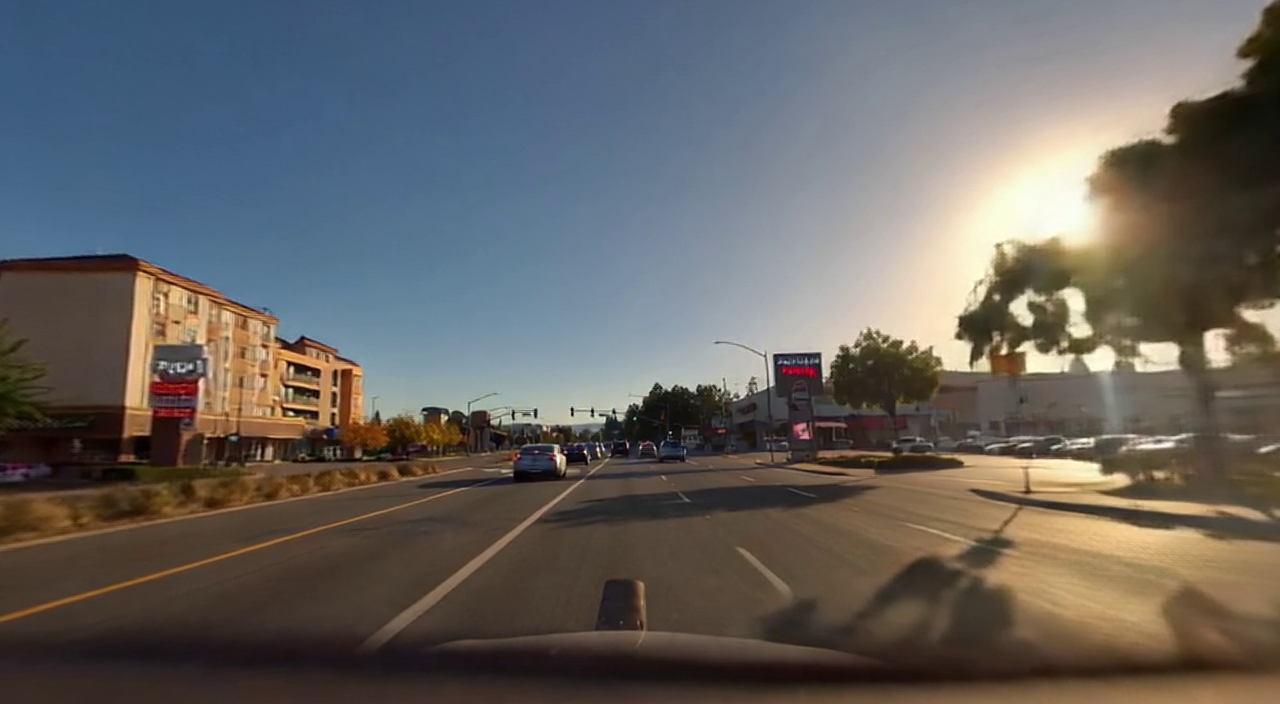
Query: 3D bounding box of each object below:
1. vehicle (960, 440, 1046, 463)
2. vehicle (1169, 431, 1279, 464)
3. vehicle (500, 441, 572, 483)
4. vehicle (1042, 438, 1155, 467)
[{"bbox_3d":[24.903,6.820,43.538,4.799,1.497,1.952,-4,-9,22],"label":"vehicle"},{"bbox_3d":[30.019,4.827,31.816,4.656,1.564,1.950,-4,-9,22],"label":"vehicle"},{"bbox_3d":[-3.992,4.322,25.079,2.097,1.497,4.571,0,-8,0],"label":"vehicle"},{"bbox_3d":[24.741,5.425,34.336,4.554,1.470,2.020,-4,-9,24],"label":"vehicle"}]
